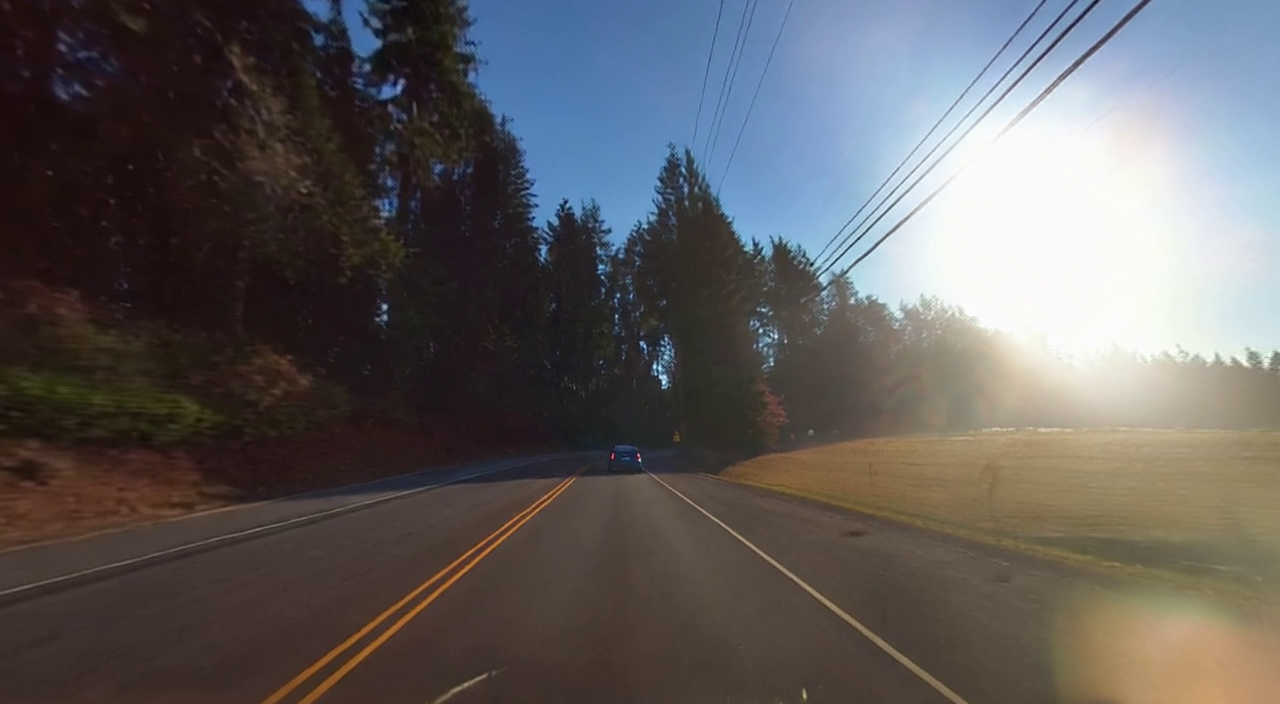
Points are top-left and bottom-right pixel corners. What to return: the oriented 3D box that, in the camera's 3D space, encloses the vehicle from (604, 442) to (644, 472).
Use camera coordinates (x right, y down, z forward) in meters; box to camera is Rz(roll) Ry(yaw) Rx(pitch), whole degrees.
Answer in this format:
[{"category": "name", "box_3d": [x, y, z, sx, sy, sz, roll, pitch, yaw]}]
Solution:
[{"category": "vehicle", "box_3d": [-0.893, 5.772, 34.930, 2.059, 1.524, 3.963, 1, -9, -1]}]
